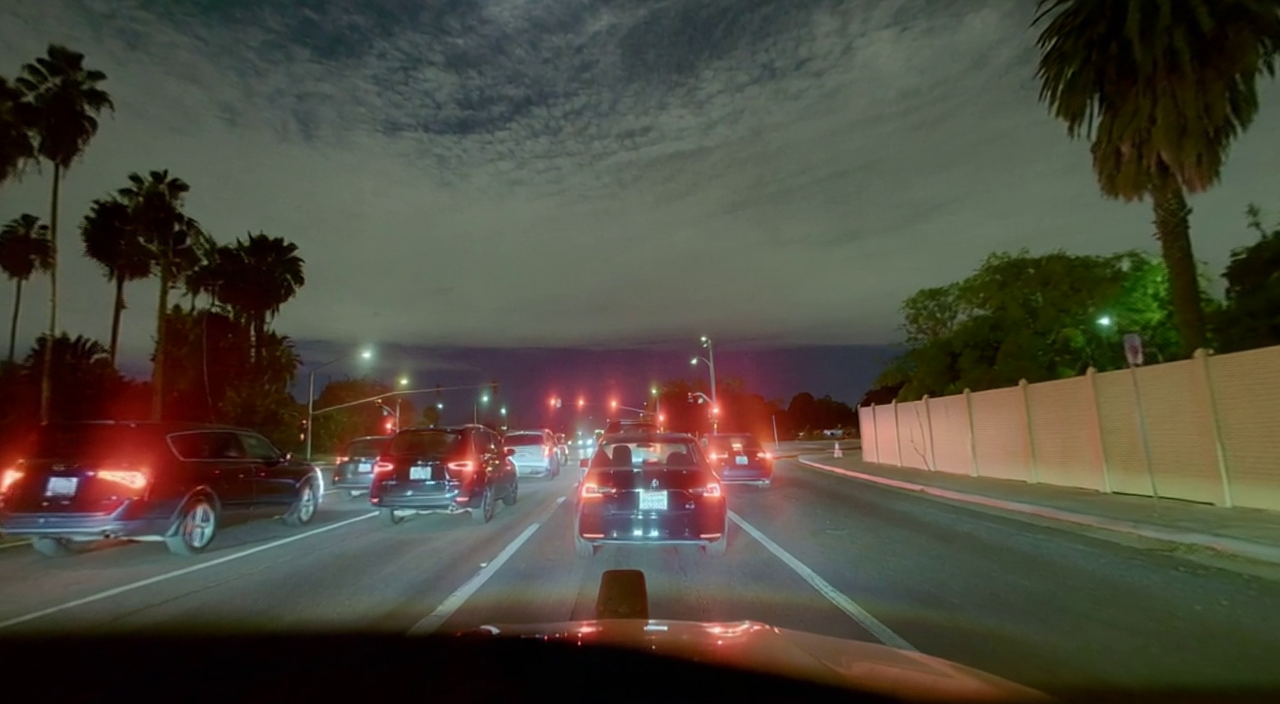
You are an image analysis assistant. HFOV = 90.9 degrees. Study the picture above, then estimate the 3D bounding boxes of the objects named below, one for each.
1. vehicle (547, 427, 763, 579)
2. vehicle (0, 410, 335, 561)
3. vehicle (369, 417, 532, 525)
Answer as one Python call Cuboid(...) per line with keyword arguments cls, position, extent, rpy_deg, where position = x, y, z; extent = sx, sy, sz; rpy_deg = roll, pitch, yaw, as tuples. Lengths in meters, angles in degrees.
Cuboid(cls="vehicle", position=(0.070, 1.803, 8.415), extent=(2.128, 1.473, 4.272), rpy_deg=(0, -8, -2))
Cuboid(cls="vehicle", position=(-6.691, 1.873, 9.584), extent=(1.963, 1.721, 4.467), rpy_deg=(0, -8, -2))
Cuboid(cls="vehicle", position=(-3.450, 2.250, 12.443), extent=(2.007, 1.746, 4.136), rpy_deg=(0, -8, -2))
